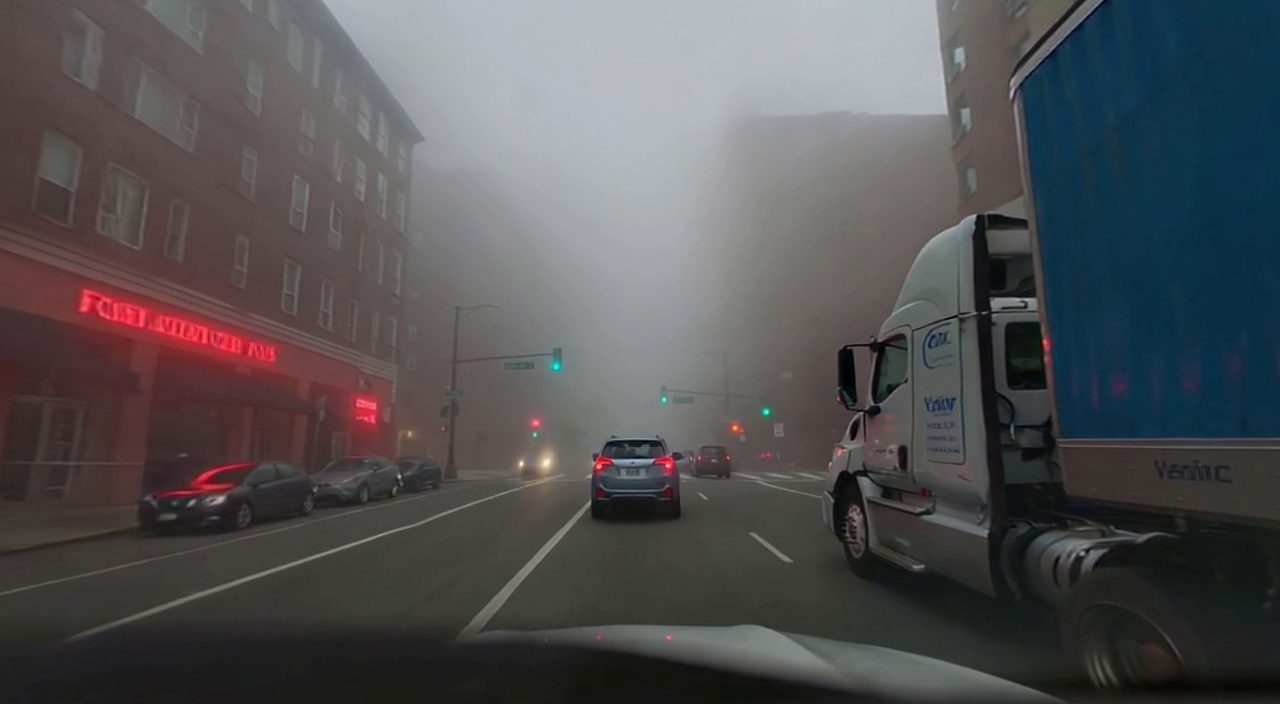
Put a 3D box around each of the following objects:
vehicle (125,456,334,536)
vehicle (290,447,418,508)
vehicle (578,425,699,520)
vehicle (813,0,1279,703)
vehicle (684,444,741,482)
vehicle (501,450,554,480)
[{"bbox_3d":[-8.773,3.065,14.076,1.805,1.379,4.359,0,-8,-2],"label":"vehicle"},{"bbox_3d":[-8.900,3.887,20.179,2.084,1.686,4.422,0,-8,-1],"label":"vehicle"},{"bbox_3d":[0.012,2.608,14.228,2.283,1.783,4.548,0,-8,1],"label":"vehicle"},{"bbox_3d":[3.289,-0.191,1.759,2.913,3.771,9.716,0,-8,0],"label":"vehicle"},{"bbox_3d":[3.406,5.280,30.453,2.159,1.696,4.316,0,-8,-1],"label":"vehicle"},{"bbox_3d":[-5.902,5.994,33.785,1.947,1.462,4.640,0,-8,1],"label":"vehicle"}]
